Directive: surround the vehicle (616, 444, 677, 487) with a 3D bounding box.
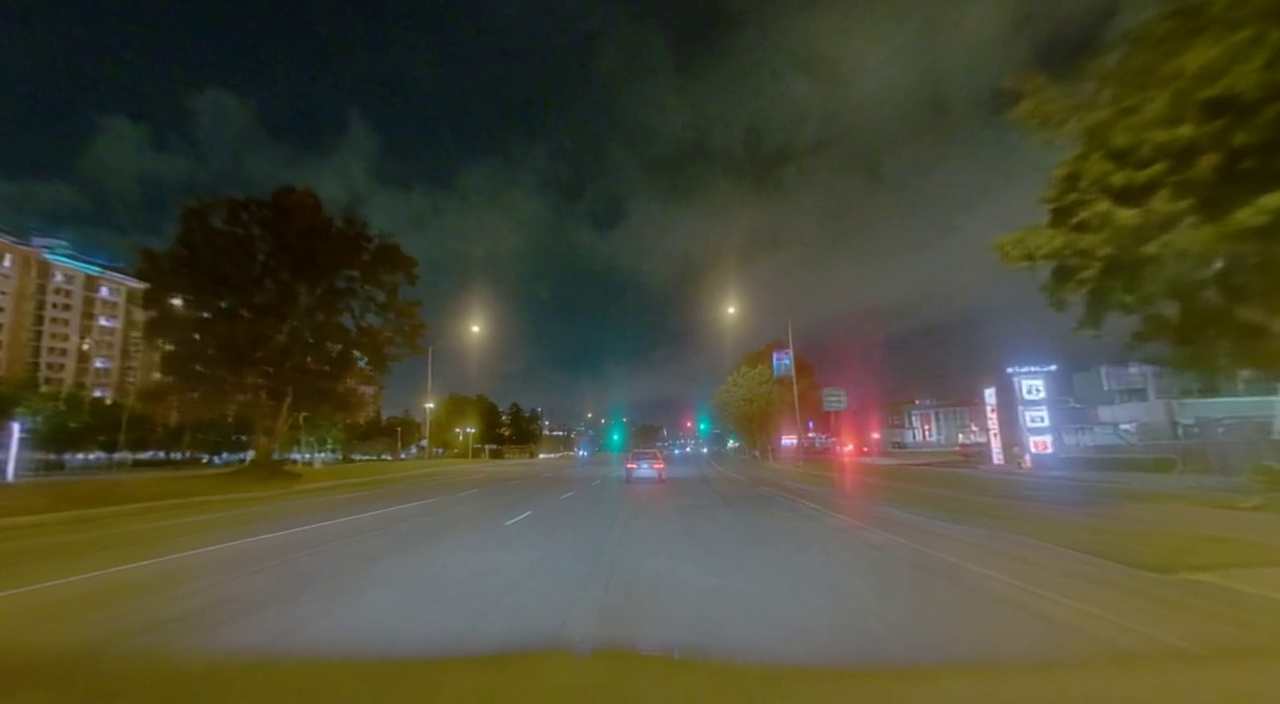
[{"bbox_3d":[0.298,4.323,24.377,2.133,1.481,4.276,0,-9,2],"label":"vehicle"}]
